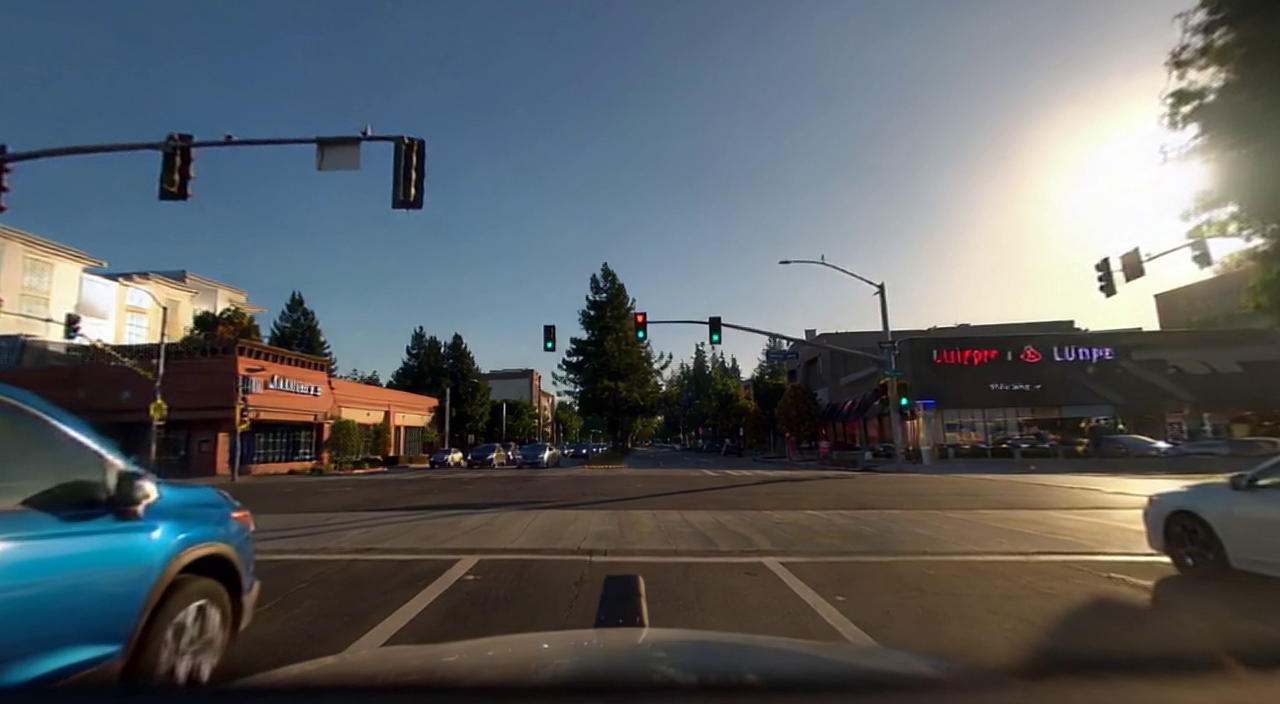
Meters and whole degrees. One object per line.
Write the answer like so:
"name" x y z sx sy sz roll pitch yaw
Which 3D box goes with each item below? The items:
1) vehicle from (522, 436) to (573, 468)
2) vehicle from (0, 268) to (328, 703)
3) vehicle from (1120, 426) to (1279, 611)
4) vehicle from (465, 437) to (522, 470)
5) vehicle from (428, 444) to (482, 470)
"vehicle" -5.466 5.991 38.094 2.384 1.787 5.038 0 -8 -1
"vehicle" -3.328 0.630 1.874 2.313 1.883 5.016 0 -9 -1
"vehicle" 6.162 1.229 4.324 1.972 1.476 4.775 0 -8 0
"vehicle" -8.424 5.895 36.909 2.273 1.791 4.809 0 -8 -1
"vehicle" -11.336 6.441 38.944 2.003 1.476 4.082 0 -8 1
